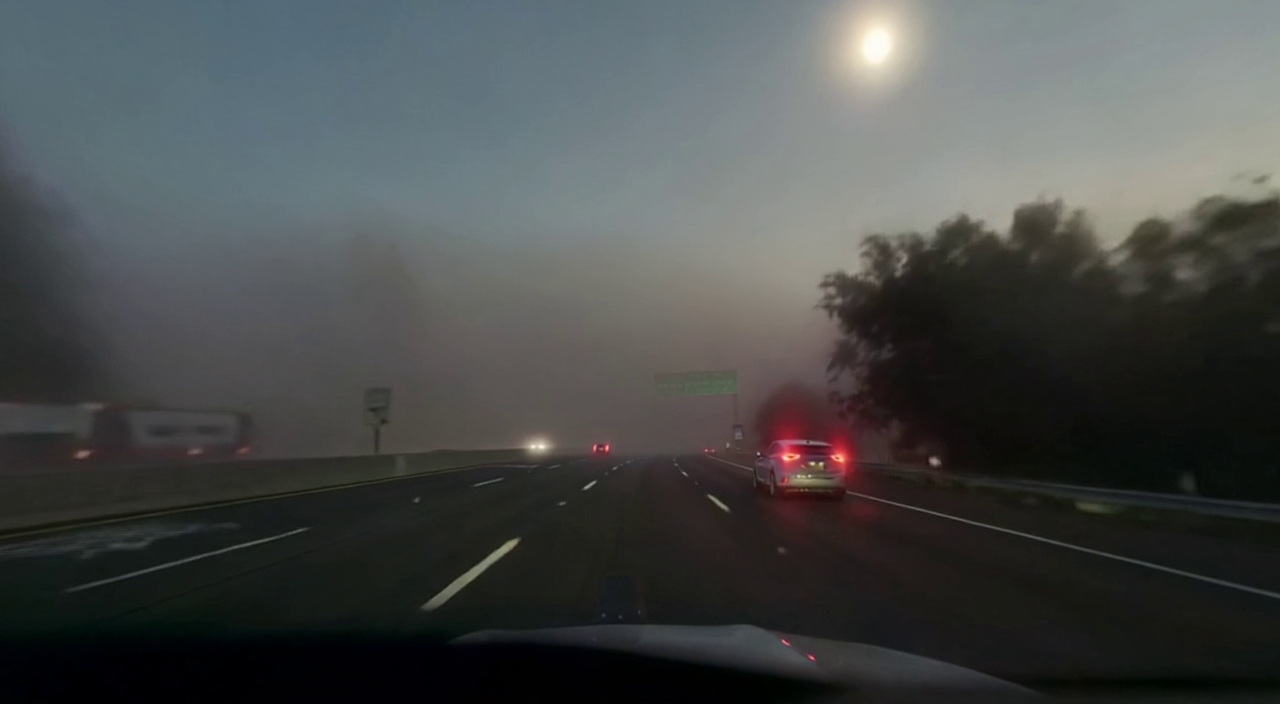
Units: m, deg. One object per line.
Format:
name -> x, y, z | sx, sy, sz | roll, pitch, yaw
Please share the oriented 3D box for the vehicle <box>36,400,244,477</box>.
vehicle -> -23.341, 4.211, 30.317 | 2.785, 3.174, 8.521 | -1, -9, 2
